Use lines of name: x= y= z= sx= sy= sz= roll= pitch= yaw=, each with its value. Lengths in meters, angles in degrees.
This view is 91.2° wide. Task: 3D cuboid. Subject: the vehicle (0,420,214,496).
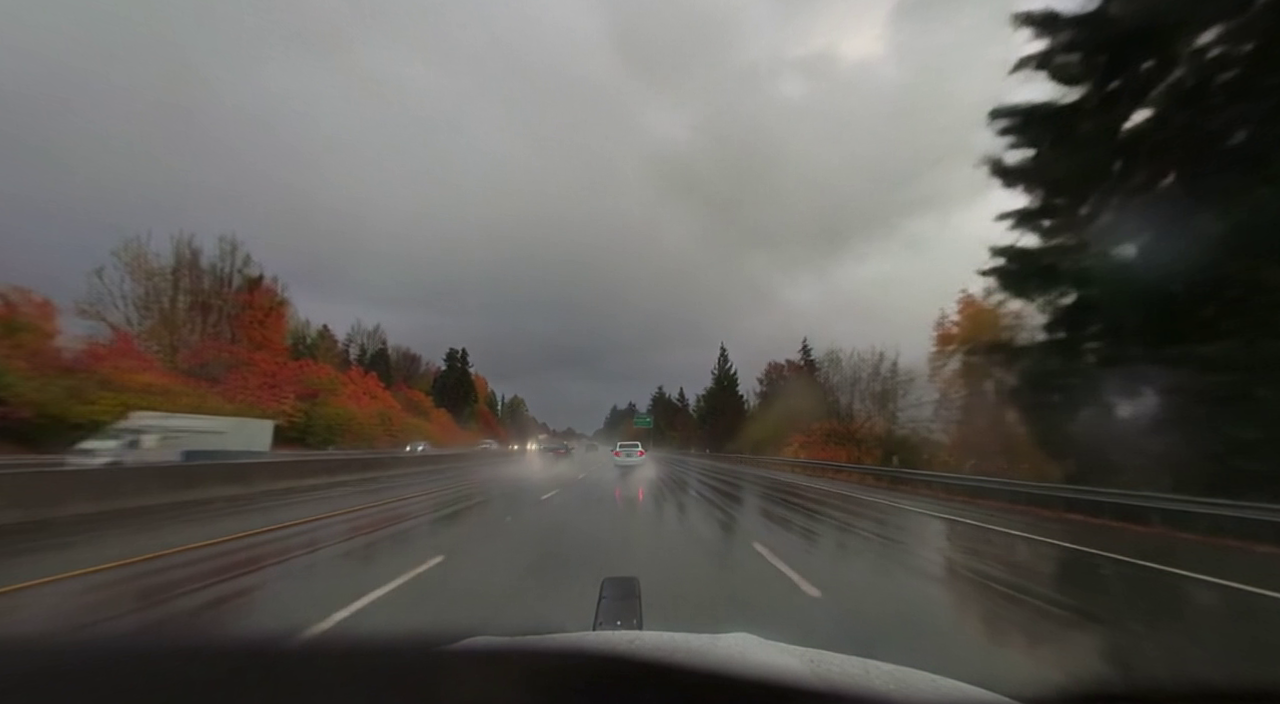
vehicle: x=-13.313 y=2.626 z=15.709 sx=2.003 sy=1.594 sz=4.599 roll=-1 pitch=-9 yaw=0

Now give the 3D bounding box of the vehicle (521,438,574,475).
vehicle: x=-4.609 y=5.301 z=31.916 sx=1.974 sy=1.688 sz=4.727 roll=-1 pitch=-9 yaw=0

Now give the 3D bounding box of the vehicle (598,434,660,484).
vehicle: x=-0.386 y=3.988 z=23.566 sx=2.115 sy=1.661 sz=4.049 roll=0 pitch=-9 yaw=0
